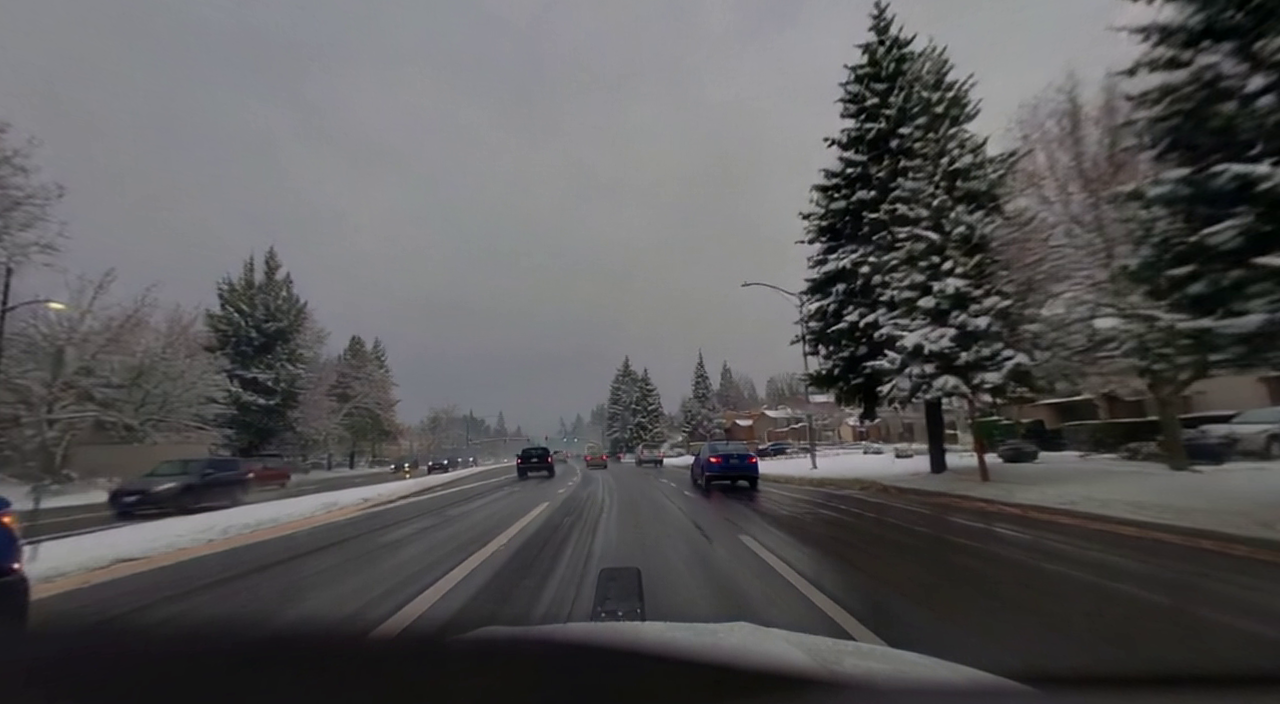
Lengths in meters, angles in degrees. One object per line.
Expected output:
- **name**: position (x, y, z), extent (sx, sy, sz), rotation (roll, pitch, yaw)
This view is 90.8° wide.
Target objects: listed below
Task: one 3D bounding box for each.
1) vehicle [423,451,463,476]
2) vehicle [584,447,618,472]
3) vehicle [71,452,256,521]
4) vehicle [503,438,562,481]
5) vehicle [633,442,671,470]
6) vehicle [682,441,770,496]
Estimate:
- **vehicle**: position (-14.830, 8.375, 47.703), extent (2.017, 1.691, 4.351), rotation (1, -8, -6)
- **vehicle**: position (-2.531, 6.809, 40.237), extent (2.030, 1.477, 4.330), rotation (1, -8, -6)
- **vehicle**: position (-12.889, 3.613, 17.512), extent (1.867, 1.609, 4.175), rotation (0, -8, -1)
- **vehicle**: position (-4.922, 4.959, 29.518), extent (2.218, 1.829, 4.492), rotation (1, -8, -4)
- **vehicle**: position (0.756, 7.147, 43.688), extent (2.099, 1.845, 4.363), rotation (1, -8, -6)
- **vehicle**: position (2.492, 3.488, 19.388), extent (1.884, 1.463, 4.195), rotation (1, -8, -4)
